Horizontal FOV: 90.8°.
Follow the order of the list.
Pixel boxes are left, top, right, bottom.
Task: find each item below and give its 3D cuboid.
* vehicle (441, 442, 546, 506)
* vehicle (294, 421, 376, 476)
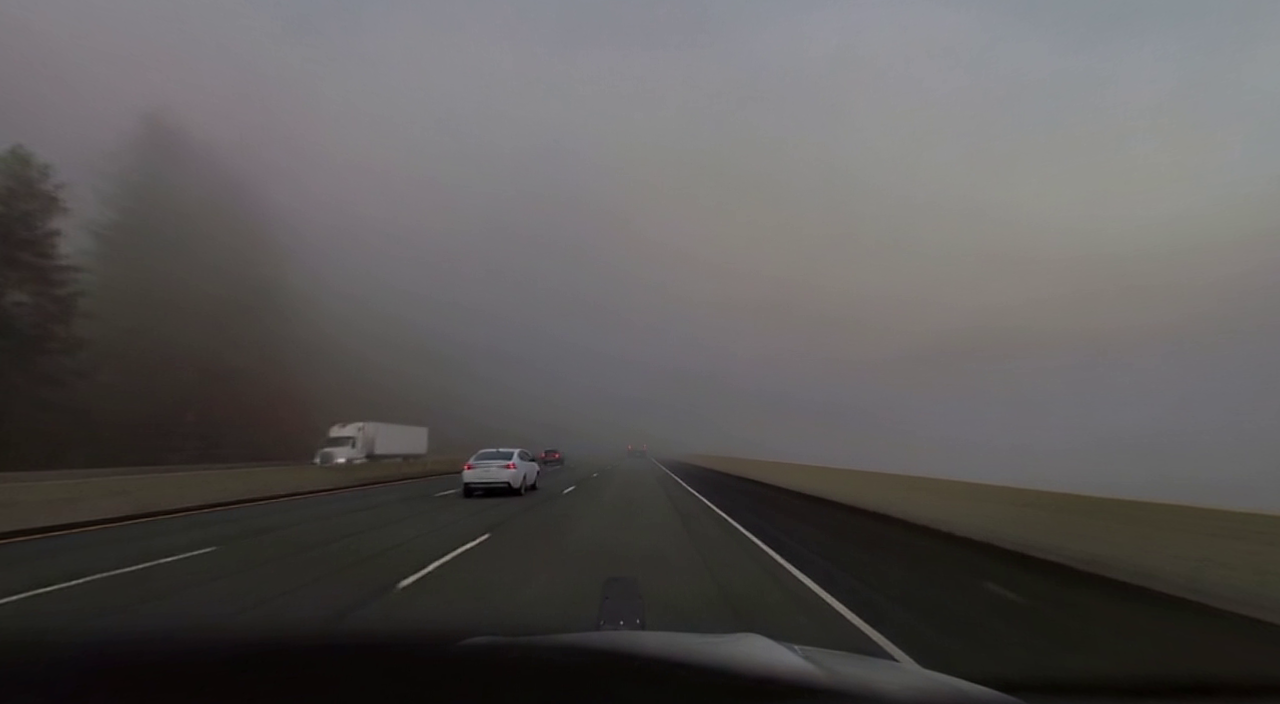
[{"bbox_3d":[-3.816,3.228,17.085,1.893,1.521,3.742,0,-9,1],"label":"vehicle"},{"bbox_3d":[-23.021,7.344,48.073,3.230,3.869,5.810,0,-9,0],"label":"vehicle"}]
